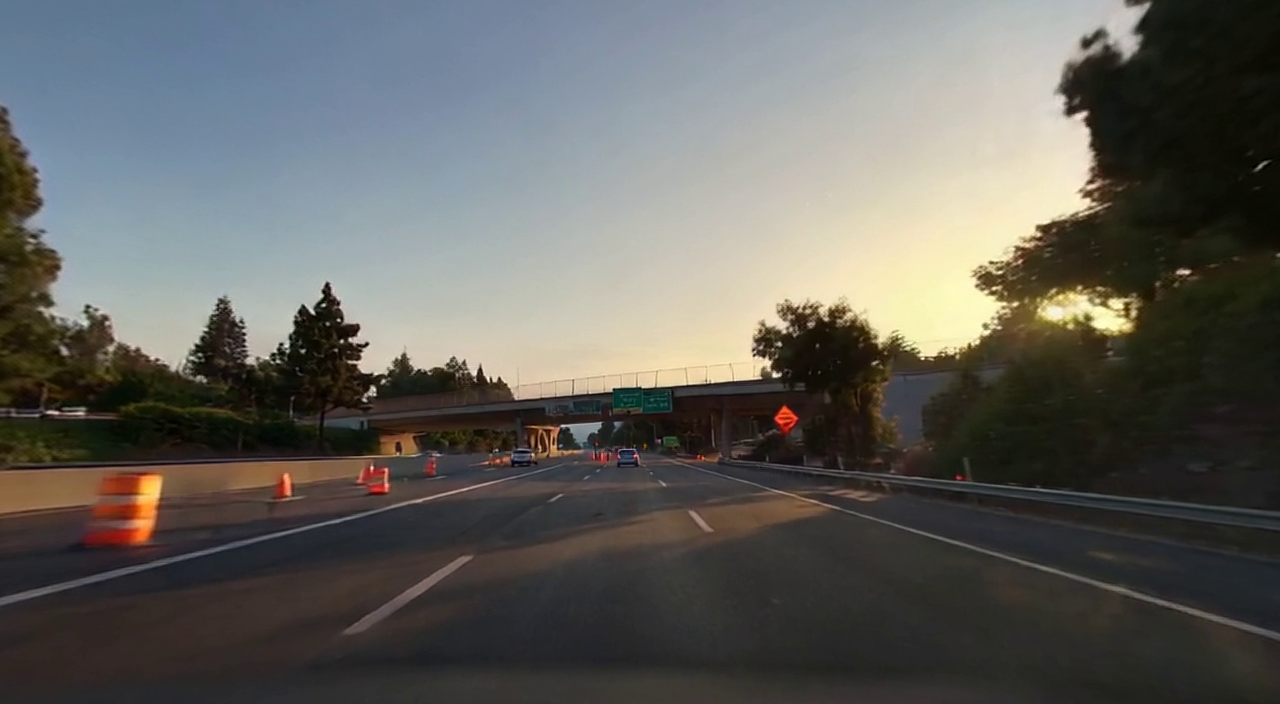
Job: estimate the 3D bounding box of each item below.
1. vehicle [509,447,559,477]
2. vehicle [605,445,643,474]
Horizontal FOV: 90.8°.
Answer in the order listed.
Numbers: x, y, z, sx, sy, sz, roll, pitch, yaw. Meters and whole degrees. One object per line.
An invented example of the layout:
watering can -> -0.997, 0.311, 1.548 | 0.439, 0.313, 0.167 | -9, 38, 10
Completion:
vehicle -> -5.657, 5.899, 34.164 | 1.997, 1.507, 4.248 | 0, -9, -1
vehicle -> -0.920, 6.312, 37.262 | 2.109, 1.638, 3.856 | 0, -9, -1
